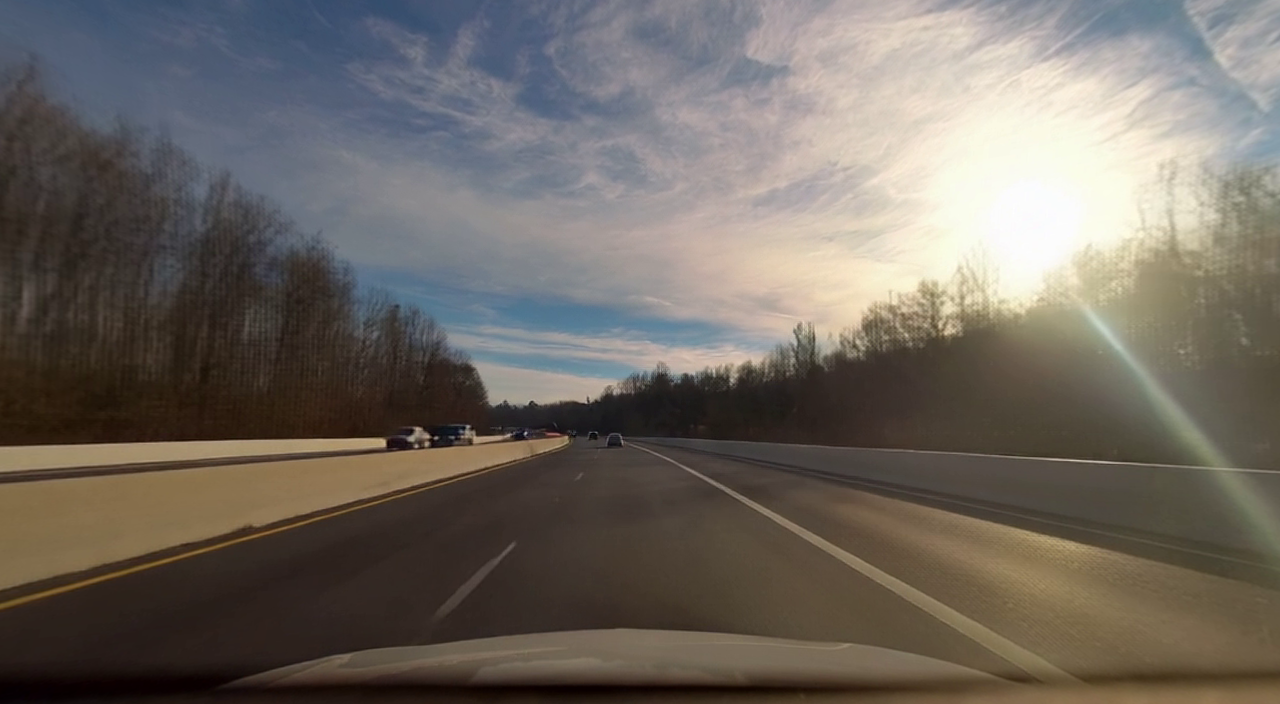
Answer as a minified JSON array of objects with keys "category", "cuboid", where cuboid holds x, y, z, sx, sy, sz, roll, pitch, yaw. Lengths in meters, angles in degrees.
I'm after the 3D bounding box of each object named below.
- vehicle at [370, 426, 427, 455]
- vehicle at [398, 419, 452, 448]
[{"category":"vehicle","cuboid":[-15.764,5.816,41.355,2.048,1.749,4.557,0,-8,-2]},{"category":"vehicle","cuboid":[-16.029,6.069,47.218,2.389,1.895,4.784,4,-6,-2]}]
